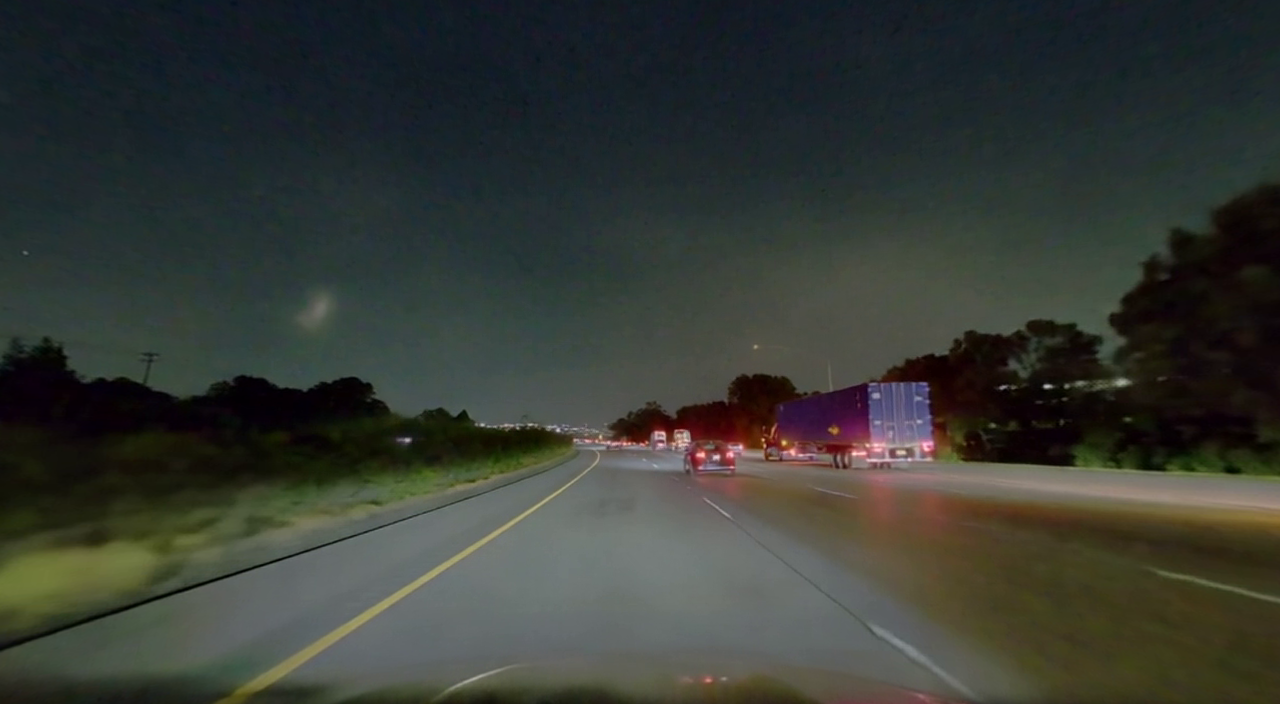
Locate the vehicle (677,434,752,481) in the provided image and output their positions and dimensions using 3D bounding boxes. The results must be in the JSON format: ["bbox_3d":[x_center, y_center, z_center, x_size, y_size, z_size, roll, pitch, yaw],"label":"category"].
[{"bbox_3d":[2.915,4.248,25.775,2.305,1.729,4.526,1,-8,-2],"label":"vehicle"}]
